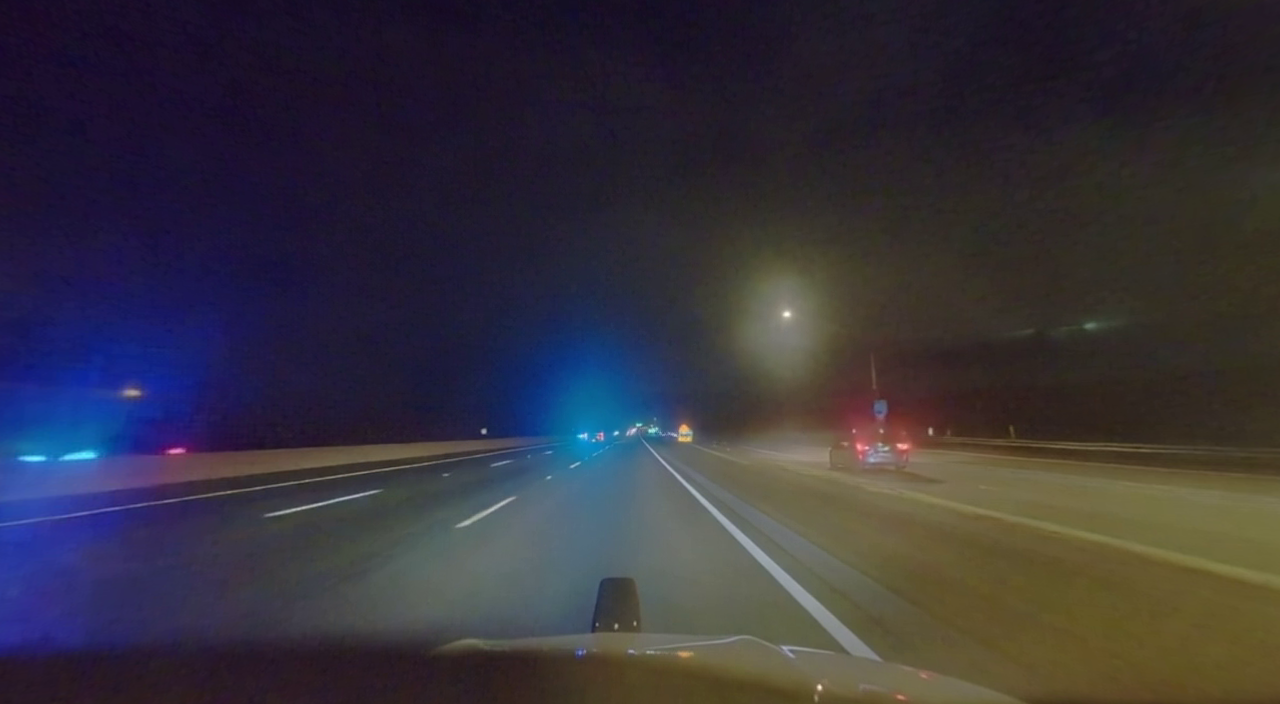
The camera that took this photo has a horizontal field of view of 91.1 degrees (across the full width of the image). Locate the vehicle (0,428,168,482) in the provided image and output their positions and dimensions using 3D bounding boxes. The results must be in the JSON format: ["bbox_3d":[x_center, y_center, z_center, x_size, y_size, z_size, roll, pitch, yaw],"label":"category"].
[{"bbox_3d":[-19.699,3.616,22.525,1.953,1.697,4.661,0,-8,-1],"label":"vehicle"}]
